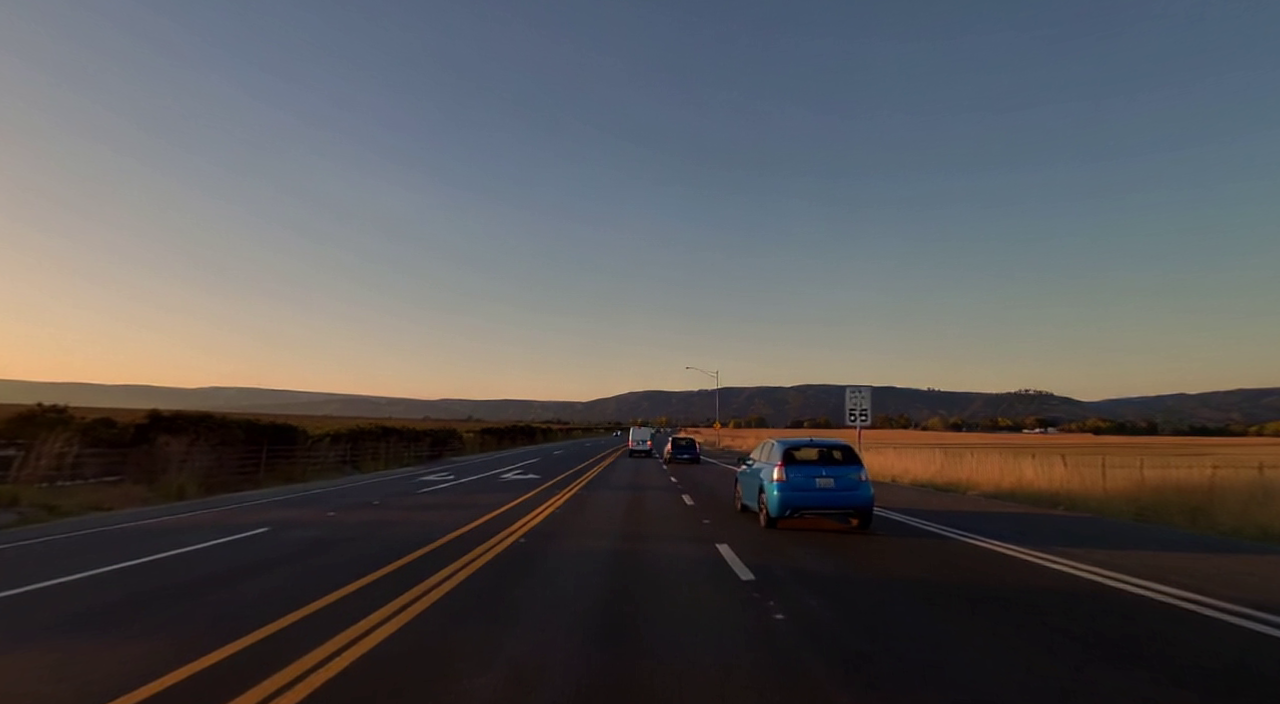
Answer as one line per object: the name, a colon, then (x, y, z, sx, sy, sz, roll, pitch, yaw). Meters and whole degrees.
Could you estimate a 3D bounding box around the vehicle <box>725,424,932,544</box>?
vehicle: (2.702, 1.995, 10.179, 2.007, 1.534, 3.976, 0, -8, -2)

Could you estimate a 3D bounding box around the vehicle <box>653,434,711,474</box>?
vehicle: (1.663, 4.249, 26.503, 2.026, 1.531, 4.273, 0, -8, -2)
